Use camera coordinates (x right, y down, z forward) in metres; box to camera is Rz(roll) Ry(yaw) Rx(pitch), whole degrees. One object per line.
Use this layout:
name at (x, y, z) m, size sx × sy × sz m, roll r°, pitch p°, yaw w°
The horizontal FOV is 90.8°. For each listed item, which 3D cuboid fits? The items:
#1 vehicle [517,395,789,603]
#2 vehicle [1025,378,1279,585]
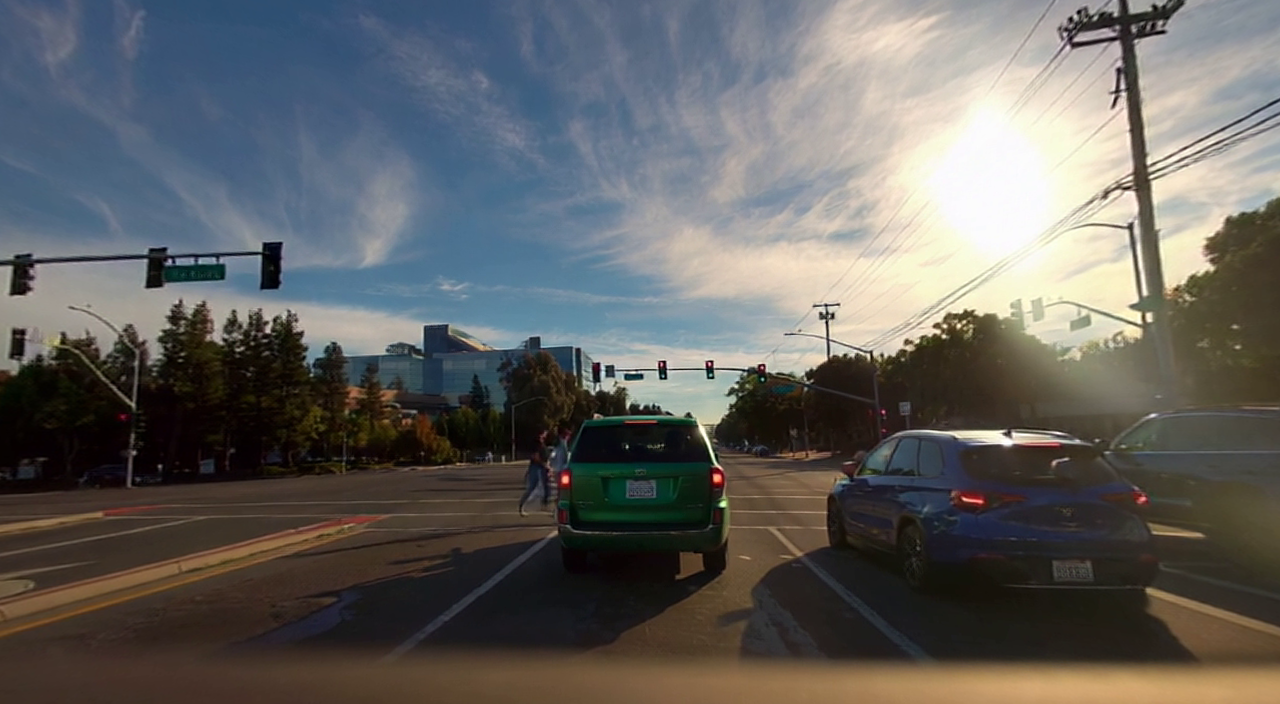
vehicle at (0.118, 1.559, 7.523) m, size 2.285 × 1.729 × 4.252 m, roll 0°, pitch -9°, yaw 0°
vehicle at (6.800, 1.354, 6.982) m, size 2.119 × 1.827 × 4.806 m, roll -1°, pitch -9°, yaw 1°
